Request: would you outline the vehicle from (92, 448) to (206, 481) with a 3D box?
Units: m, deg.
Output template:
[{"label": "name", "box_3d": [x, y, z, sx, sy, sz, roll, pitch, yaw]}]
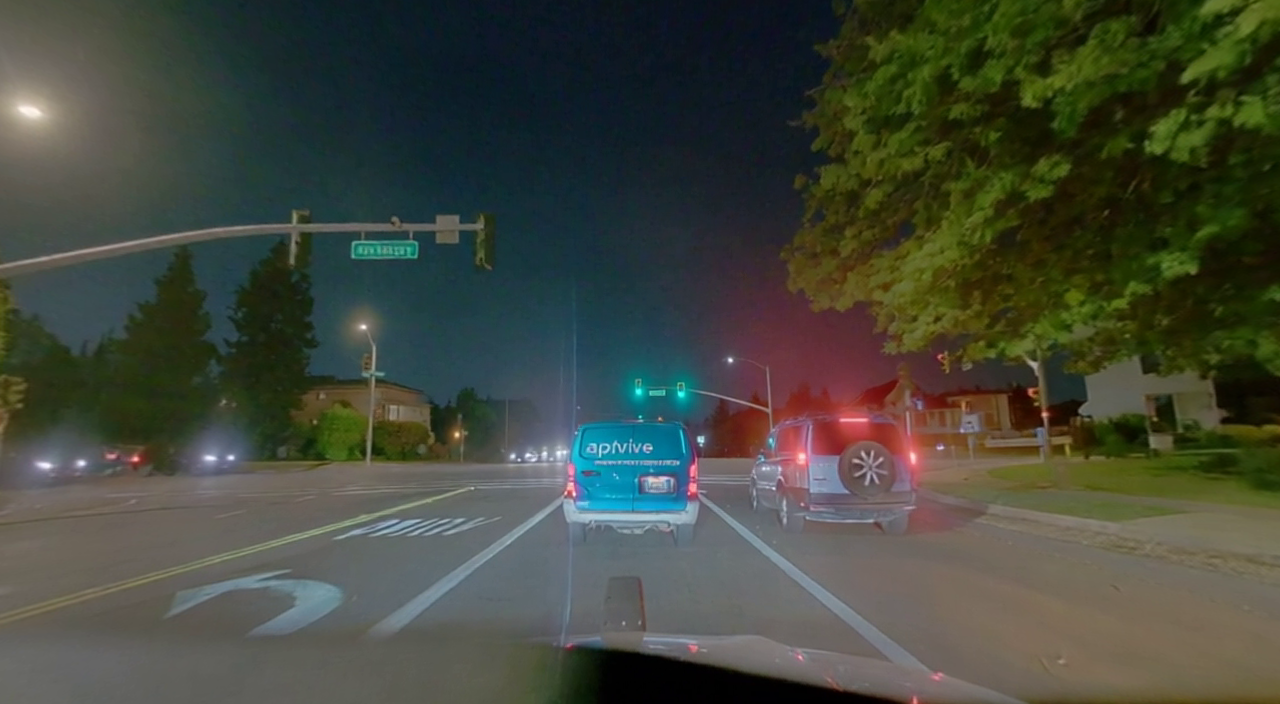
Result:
[{"label": "vehicle", "box_3d": [-25.233, 5.784, 32.406, 4.073, 1.603, 1.920, 1, -8, -8]}]

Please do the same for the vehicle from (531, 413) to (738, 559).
[{"label": "vehicle", "box_3d": [-0.049, 1.820, 9.312, 2.321, 1.624, 4.367, 0, -8, 0]}]

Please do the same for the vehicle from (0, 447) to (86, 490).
[{"label": "vehicle", "box_3d": [-28.424, 5.202, 28.204, 4.757, 1.841, 2.121, 1, -8, -7]}]

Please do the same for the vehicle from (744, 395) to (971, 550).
[{"label": "vehicle", "box_3d": [3.067, 1.806, 10.031, 2.059, 1.924, 4.257, 0, -8, 0]}]

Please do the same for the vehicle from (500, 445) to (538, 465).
[{"label": "vehicle", "box_3d": [-9.560, 8.153, 49.944, 1.881, 1.515, 4.262, -1, -8, 4]}]
